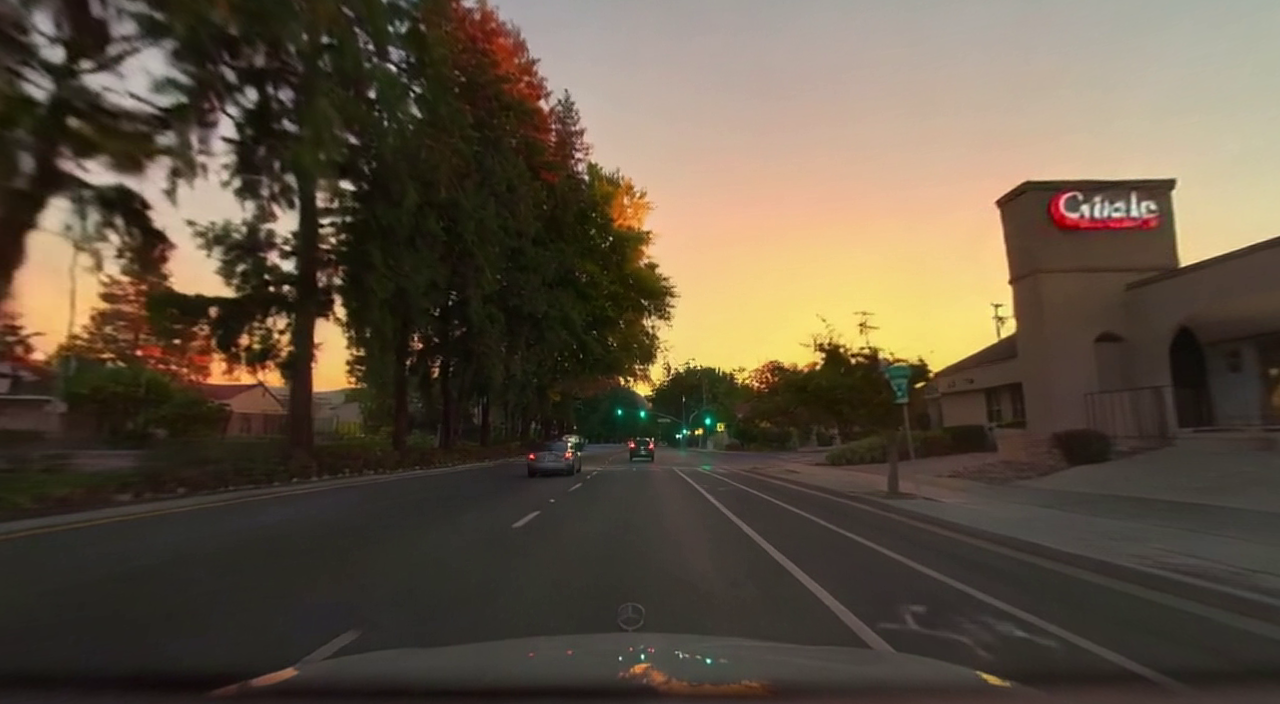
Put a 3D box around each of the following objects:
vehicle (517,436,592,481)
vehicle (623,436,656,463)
[{"bbox_3d":[-2.986,3.846,23.039,2.015,1.470,4.458,0,-8,1],"label":"vehicle"},{"bbox_3d":[0.000,6.712,43.659,2.153,1.764,4.047,0,-8,1],"label":"vehicle"}]
